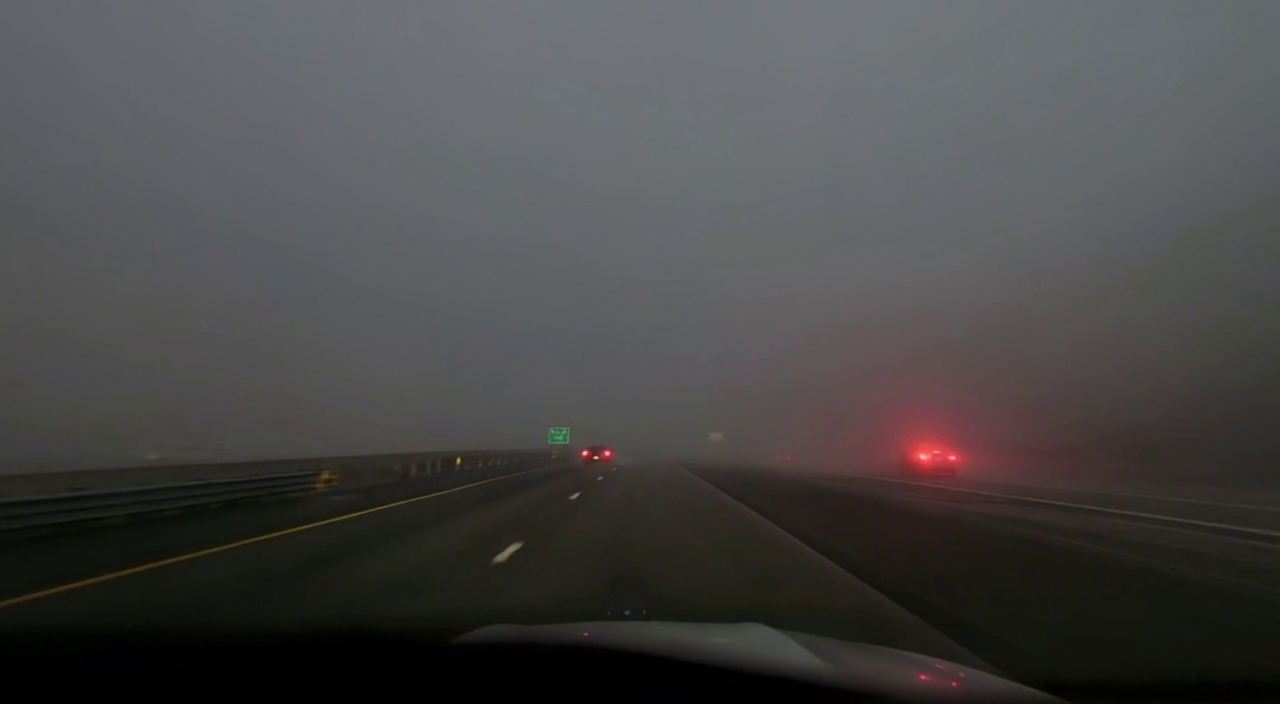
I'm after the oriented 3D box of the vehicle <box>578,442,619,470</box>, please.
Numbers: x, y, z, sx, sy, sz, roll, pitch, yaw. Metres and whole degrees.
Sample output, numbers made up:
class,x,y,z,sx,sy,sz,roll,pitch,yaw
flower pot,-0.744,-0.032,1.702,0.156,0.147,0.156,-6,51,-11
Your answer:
class,x,y,z,sx,sy,sz,roll,pitch,yaw
vehicle,-2.405,6.147,37.464,1.968,1.504,3.892,0,-8,3
